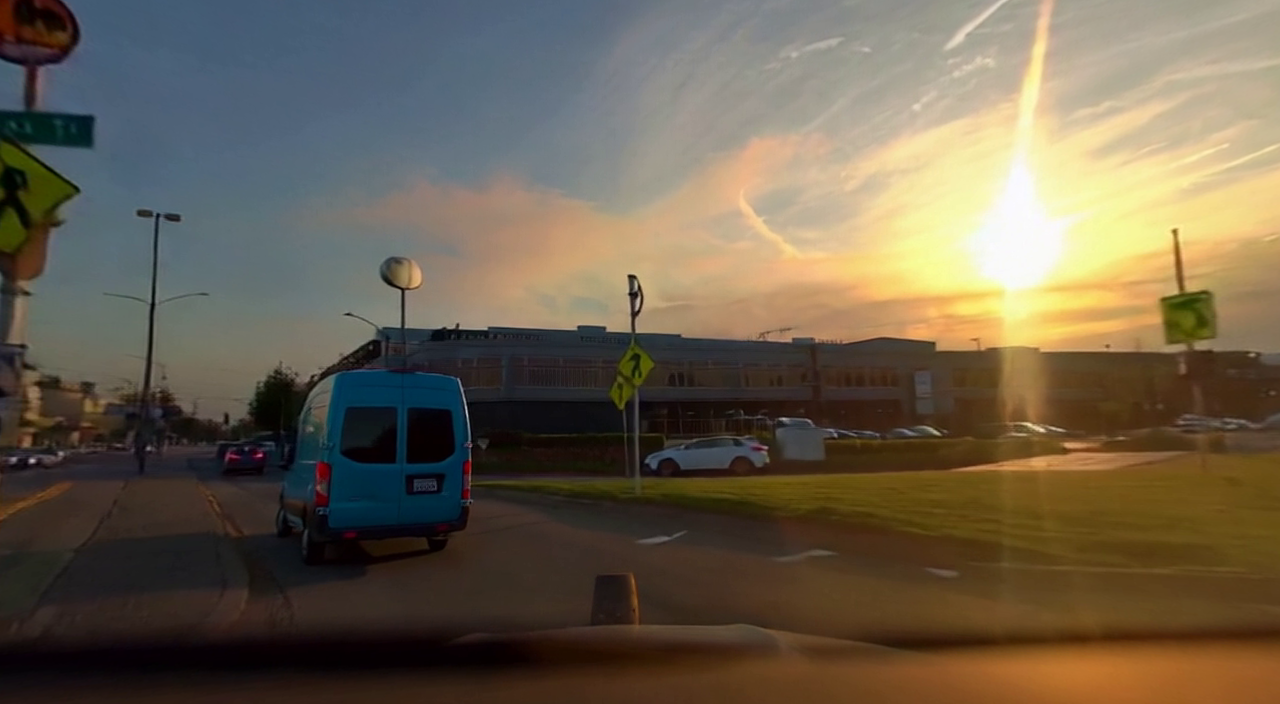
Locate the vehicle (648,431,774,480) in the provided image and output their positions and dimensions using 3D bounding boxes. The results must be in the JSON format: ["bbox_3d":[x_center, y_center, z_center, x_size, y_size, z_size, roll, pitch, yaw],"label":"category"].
[{"bbox_3d":[2.442,3.552,21.621,4.109,1.592,2.008,-1,-9,8],"label":"vehicle"}]

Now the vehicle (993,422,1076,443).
[{"bbox_3d":[30.024,6.186,47.813,2.003,1.520,4.883,6,-11,-34],"label":"vehicle"}]

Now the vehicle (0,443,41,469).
[{"bbox_3d":[-42.633,7.025,42.451,1.938,1.688,4.523,6,-10,-32],"label":"vehicle"}]

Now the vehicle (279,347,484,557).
[{"bbox_3d":[-4.772,1.693,10.954,2.432,2.624,5.670,5,-10,-29],"label":"vehicle"}]

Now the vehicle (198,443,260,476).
[{"bbox_3d":[-20.656,5.352,31.382,1.933,1.533,4.457,8,-11,-40],"label":"vehicle"}]
